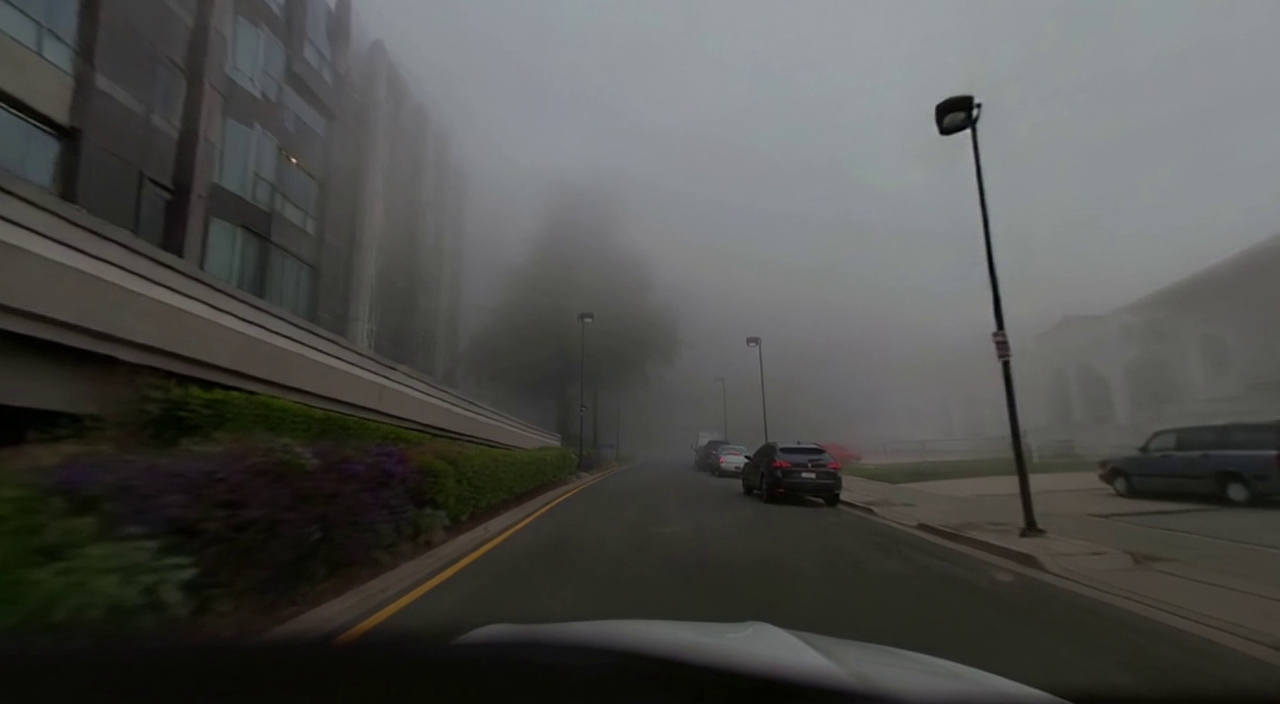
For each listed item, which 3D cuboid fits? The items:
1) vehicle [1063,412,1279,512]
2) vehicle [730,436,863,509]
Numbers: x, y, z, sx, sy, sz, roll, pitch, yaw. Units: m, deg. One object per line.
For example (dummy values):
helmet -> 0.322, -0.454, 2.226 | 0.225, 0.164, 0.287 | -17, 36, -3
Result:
vehicle -> 10.332, 1.937, 11.430 | 1.997, 1.430, 4.986 | 0, -9, 2
vehicle -> 3.547, 2.819, 15.280 | 2.024, 1.475, 4.565 | 0, -9, 0
